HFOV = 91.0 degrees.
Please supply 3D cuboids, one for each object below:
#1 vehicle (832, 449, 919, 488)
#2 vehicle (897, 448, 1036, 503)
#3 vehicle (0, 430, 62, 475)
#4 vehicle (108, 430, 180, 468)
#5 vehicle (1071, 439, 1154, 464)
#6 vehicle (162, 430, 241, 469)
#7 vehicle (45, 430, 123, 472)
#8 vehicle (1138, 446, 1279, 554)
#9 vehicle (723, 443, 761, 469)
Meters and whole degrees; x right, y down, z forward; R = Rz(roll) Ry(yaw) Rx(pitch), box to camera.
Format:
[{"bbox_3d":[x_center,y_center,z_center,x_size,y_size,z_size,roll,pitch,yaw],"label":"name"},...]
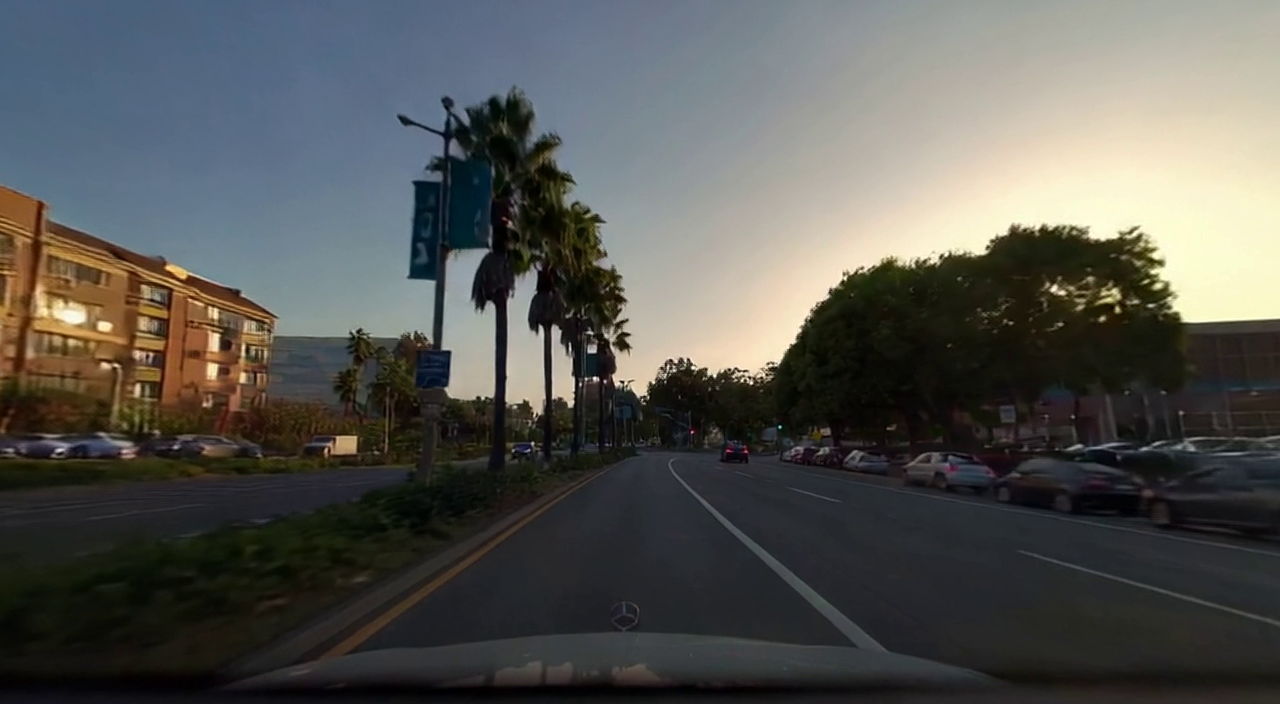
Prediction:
[{"bbox_3d":[10.216,5.060,27.685,1.950,1.410,4.642,0,-7,-1],"label":"vehicle"},{"bbox_3d":[10.138,3.830,20.051,1.875,1.491,4.780,0,-9,0],"label":"vehicle"},{"bbox_3d":[-37.262,6.023,37.938,6.188,2.494,2.424,-7,-11,39],"label":"vehicle"},{"bbox_3d":[-32.075,6.230,40.607,6.178,2.298,1.943,-6,-10,37],"label":"vehicle"},{"bbox_3d":[33.819,7.120,45.115,4.252,1.711,1.954,0,-9,2],"label":"vehicle"},{"bbox_3d":[-30.861,6.898,44.247,5.692,2.593,2.245,-7,-11,31],"label":"vehicle"},{"bbox_3d":[-35.106,6.221,39.673,5.636,2.448,2.280,-6,-11,36],"label":"vehicle"},{"bbox_3d":[10.335,2.166,9.225,2.086,1.545,4.645,1,-9,-3],"label":"vehicle"},{"bbox_3d":[7.023,7.211,43.888,2.000,1.717,4.101,0,-9,0],"label":"vehicle"}]
